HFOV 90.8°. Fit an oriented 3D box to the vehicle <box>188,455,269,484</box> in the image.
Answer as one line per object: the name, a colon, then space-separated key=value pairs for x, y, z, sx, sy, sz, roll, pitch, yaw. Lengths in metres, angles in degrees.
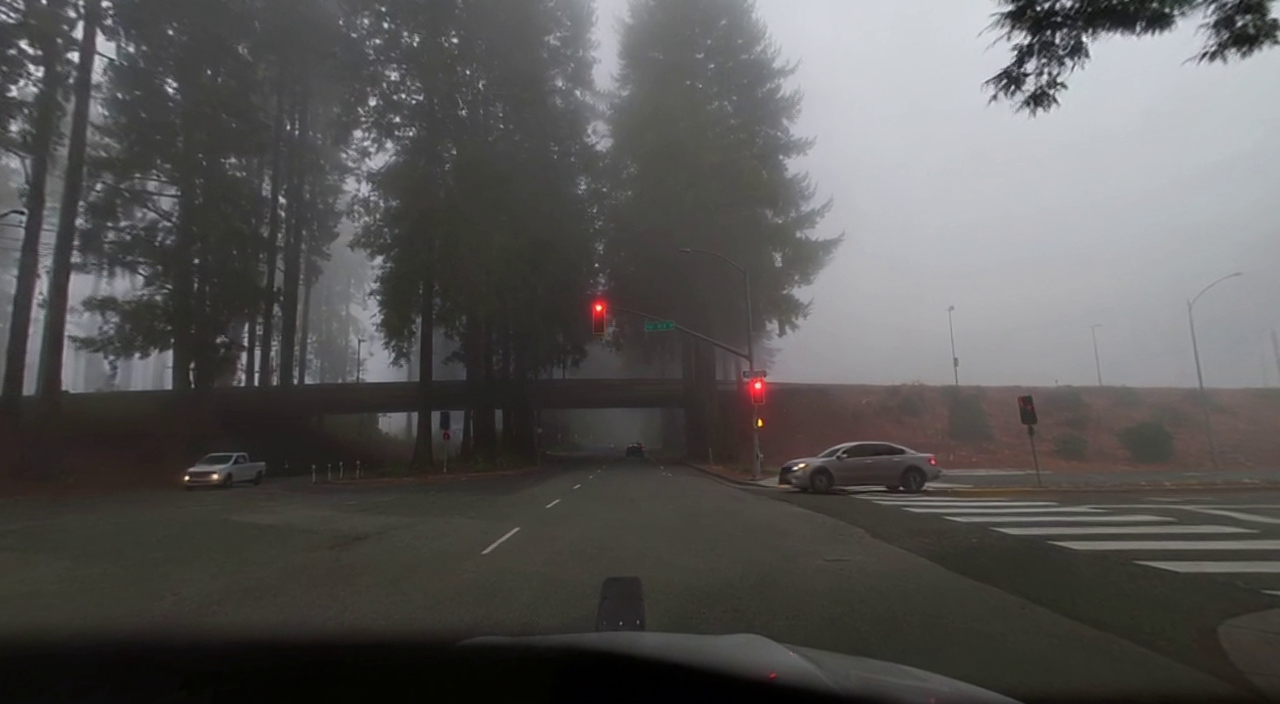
vehicle: x=-23.920 y=6.816 z=36.956 sx=1.834 sy=1.482 sz=4.310 roll=0 pitch=-9 yaw=0

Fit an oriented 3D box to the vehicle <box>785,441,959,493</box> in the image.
vehicle: x=7.065 y=3.508 z=19.476 sx=4.691 sy=1.466 sz=1.800 roll=1 pitch=-9 yaw=-8
